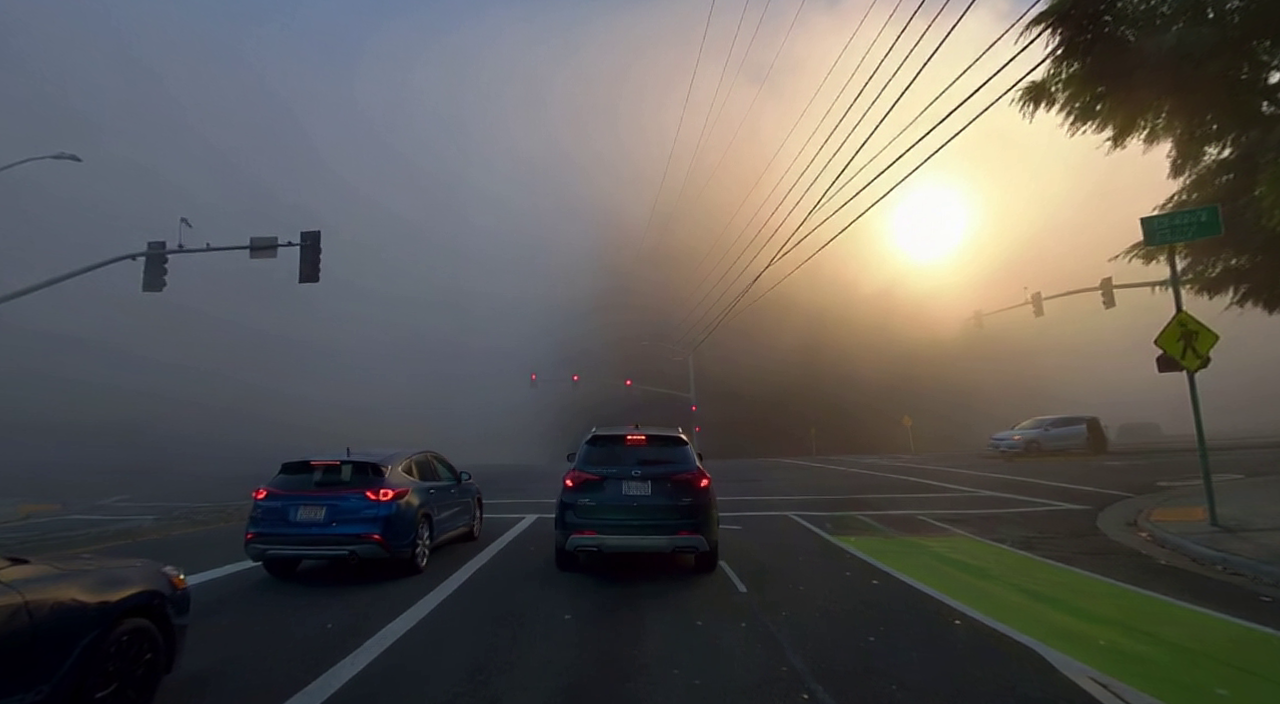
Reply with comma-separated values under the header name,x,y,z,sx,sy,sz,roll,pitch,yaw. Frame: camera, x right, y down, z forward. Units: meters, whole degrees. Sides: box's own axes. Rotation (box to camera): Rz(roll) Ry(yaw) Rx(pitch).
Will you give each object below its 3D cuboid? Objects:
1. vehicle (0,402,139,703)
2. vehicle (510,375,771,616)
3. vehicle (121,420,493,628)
name,x,y,z,sx,sy,sz,roll,pitch,yaw
vehicle,-3.482,0.651,0.317,2.138,1.488,5.327,0,-8,0
vehicle,-0.032,1.562,7.645,2.036,1.885,5.196,0,-10,-1
vehicle,-2.915,1.593,6.646,1.726,1.506,3.840,0,-10,1
